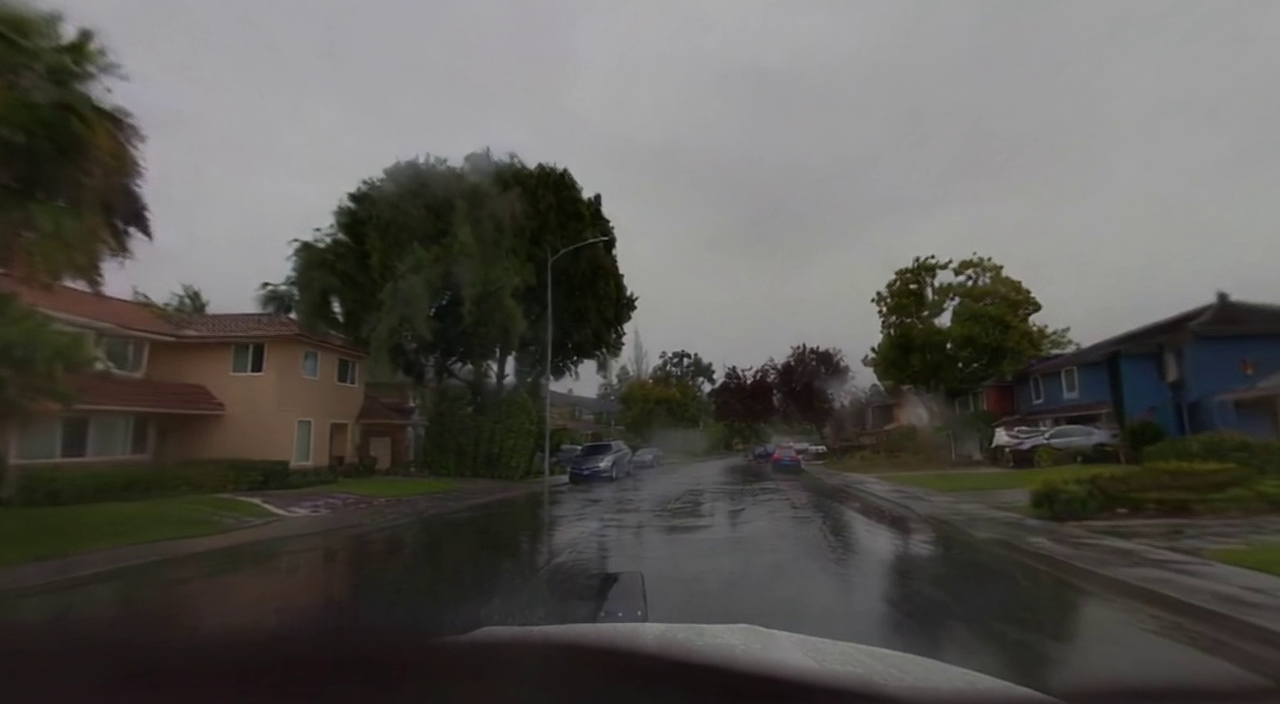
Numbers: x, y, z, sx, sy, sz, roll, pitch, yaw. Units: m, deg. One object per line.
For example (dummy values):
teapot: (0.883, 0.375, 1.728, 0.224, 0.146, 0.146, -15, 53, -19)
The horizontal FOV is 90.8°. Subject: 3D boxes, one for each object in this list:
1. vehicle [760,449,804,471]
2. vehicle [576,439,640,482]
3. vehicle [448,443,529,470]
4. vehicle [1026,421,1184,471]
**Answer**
vehicle: (9.837, 7.482, 44.121, 1.984, 1.437, 4.726, 0, -9, 0)
vehicle: (-1.396, 5.027, 29.781, 2.215, 1.859, 4.765, -1, -8, 7)
vehicle: (-8.795, 6.050, 36.755, 4.376, 1.458, 2.046, 2, -8, -14)
vehicle: (16.802, 3.406, 22.955, 4.384, 1.688, 1.956, 1, -8, -8)
